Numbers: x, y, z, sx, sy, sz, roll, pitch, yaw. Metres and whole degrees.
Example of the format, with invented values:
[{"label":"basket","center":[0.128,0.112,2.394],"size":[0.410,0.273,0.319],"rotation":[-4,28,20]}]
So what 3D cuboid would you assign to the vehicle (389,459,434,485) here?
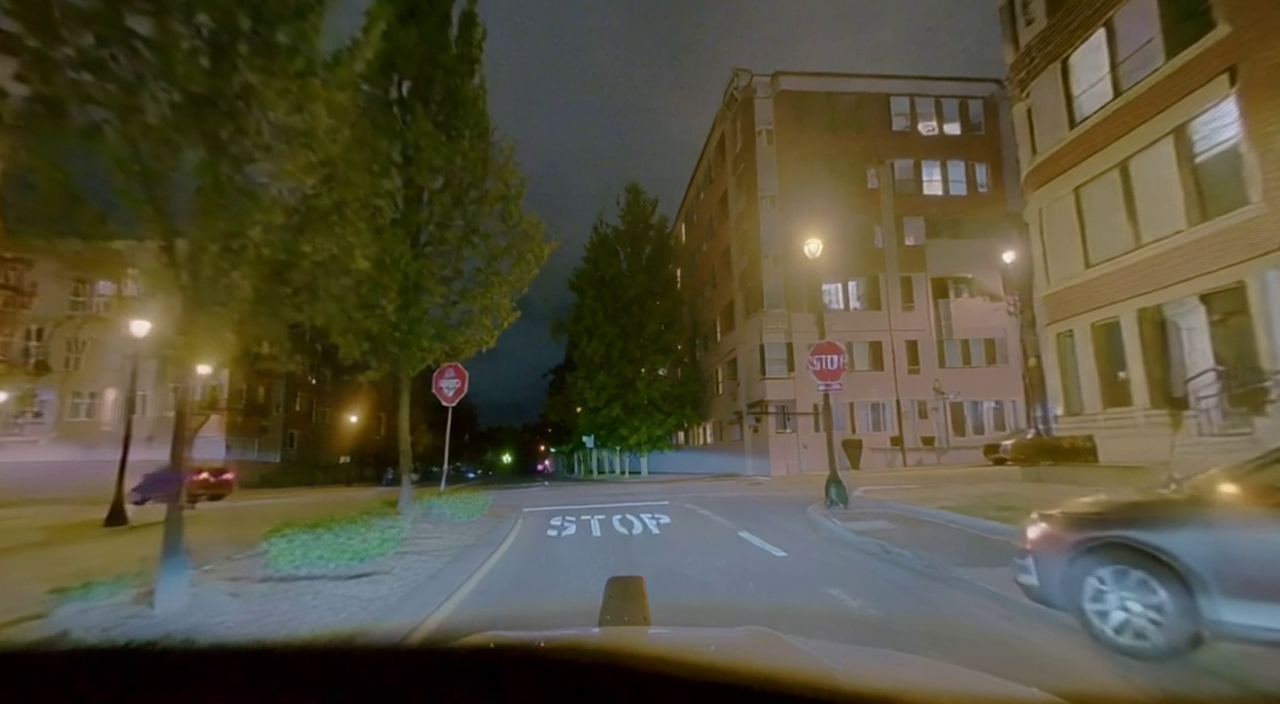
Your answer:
[{"label":"vehicle","center":[-14.563,7.636,40.410],"size":[2.027,1.475,4.522],"rotation":[1,-9,-12]}]

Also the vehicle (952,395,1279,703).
[{"label":"vehicle","center":[4.107,0.845,2.543],"size":[2.065,1.529,4.709],"rotation":[1,-11,-25]}]

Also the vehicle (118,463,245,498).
[{"label":"vehicle","center":[-21.839,6.106,30.122],"size":[4.654,1.503,1.951],"rotation":[-1,-9,4]}]
